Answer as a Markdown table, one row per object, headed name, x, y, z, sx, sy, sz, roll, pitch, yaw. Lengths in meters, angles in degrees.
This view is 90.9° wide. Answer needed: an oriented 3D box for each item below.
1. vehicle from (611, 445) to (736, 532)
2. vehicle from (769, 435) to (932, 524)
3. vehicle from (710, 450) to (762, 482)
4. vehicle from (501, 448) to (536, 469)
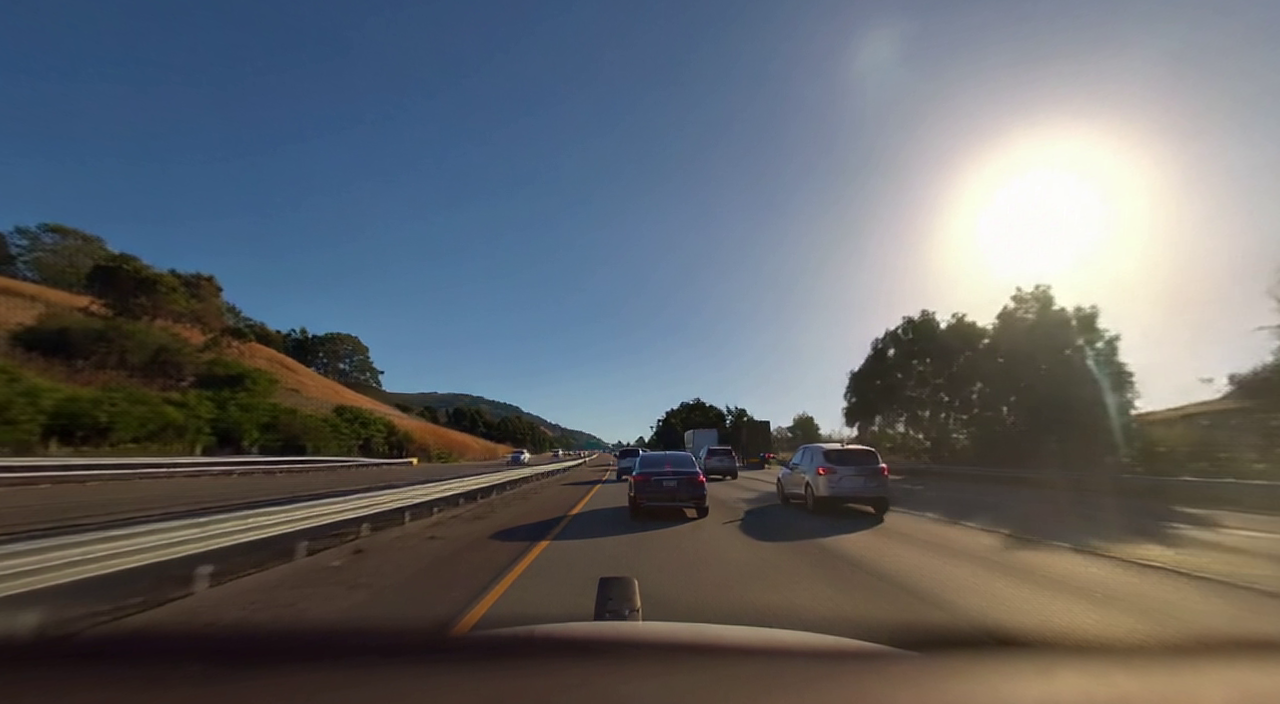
| name | x | y | z | sx | sy | sz | roll | pitch | yaw |
| --- | --- | --- | --- | --- | --- | --- | --- | --- | --- |
| vehicle | 0.530 | 2.596 | 12.499 | 2.094 | 1.426 | 3.725 | 0 | -9 | -1 |
| vehicle | 4.478 | 2.782 | 14.327 | 1.998 | 1.657 | 4.604 | 0 | -9 | -1 |
| vehicle | 4.868 | 5.825 | 32.517 | 1.908 | 1.500 | 4.157 | 0 | -9 | -2 |
| vehicle | -9.244 | 8.121 | 48.198 | 1.941 | 1.483 | 4.061 | 0 | -9 | 0 |
